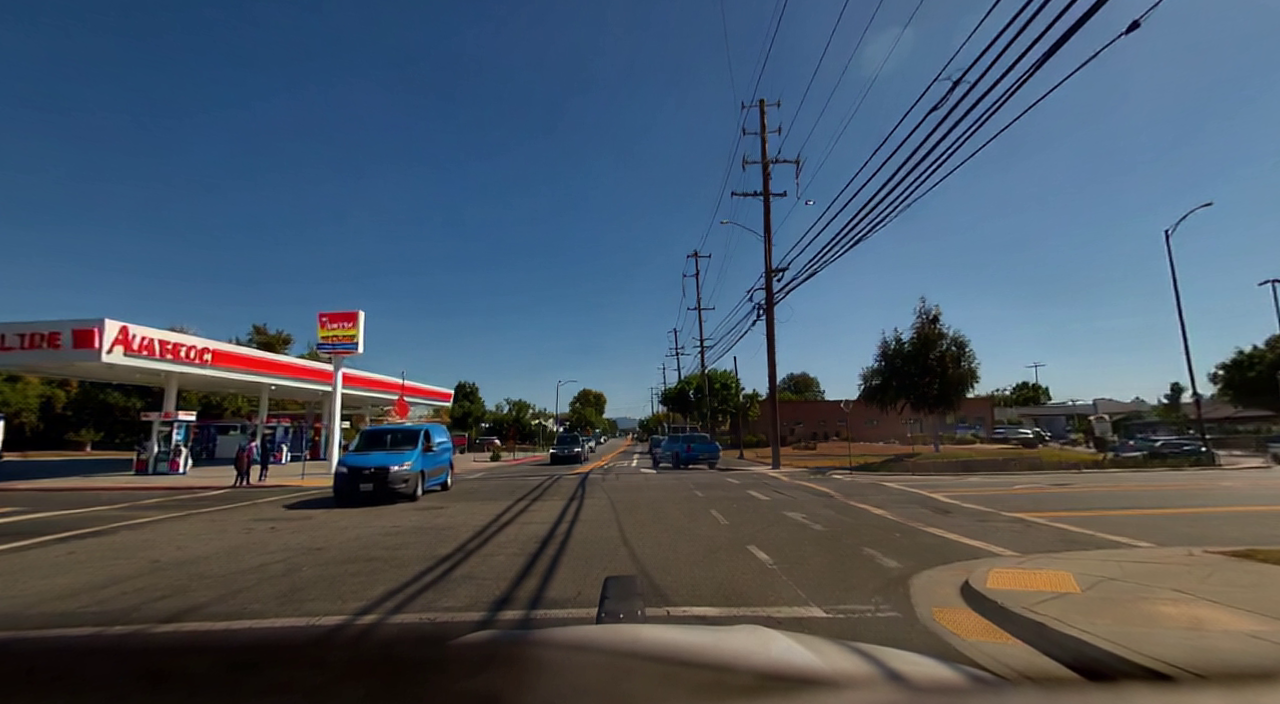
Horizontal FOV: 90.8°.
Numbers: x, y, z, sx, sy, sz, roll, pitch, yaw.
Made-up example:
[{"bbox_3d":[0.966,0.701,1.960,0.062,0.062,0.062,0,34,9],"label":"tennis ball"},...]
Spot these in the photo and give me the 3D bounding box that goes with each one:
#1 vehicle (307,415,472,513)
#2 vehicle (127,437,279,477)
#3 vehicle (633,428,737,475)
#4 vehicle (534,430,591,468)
[{"bbox_3d":[-5.668,2.609,15.144,2.222,1.931,4.882,1,-9,-4],"label":"vehicle"},{"bbox_3d":[-17.510,4.180,25.371,5.116,1.487,1.928,-2,-9,12],"label":"vehicle"},{"bbox_3d":[1.667,3.923,24.967,2.000,1.663,4.271,5,-10,-31],"label":"vehicle"},{"bbox_3d":[-3.939,5.049,32.999,2.274,1.844,4.843,0,-8,1],"label":"vehicle"}]
